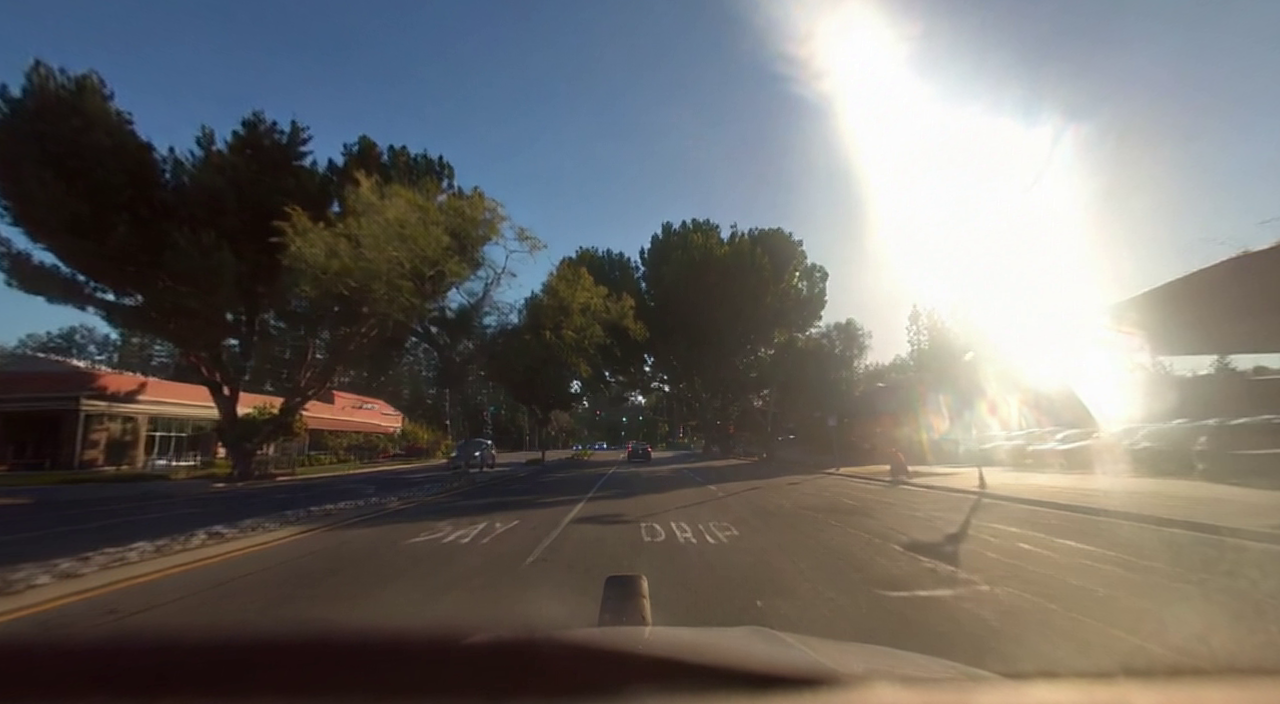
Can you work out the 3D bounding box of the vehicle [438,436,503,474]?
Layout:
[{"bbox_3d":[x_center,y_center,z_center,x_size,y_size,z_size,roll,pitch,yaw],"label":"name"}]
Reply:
[{"bbox_3d":[-8.676,5.293,32.714,2.149,1.793,4.468,0,-8,-1],"label":"vehicle"}]

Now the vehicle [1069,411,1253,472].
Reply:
[{"bbox_3d":[16.901,2.947,20.672,3.928,1.661,2.249,-3,-9,-1],"label":"vehicle"}]

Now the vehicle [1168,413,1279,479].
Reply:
[{"bbox_3d":[18.031,2.542,17.734,4.904,1.577,1.863,-3,-8,-8],"label":"vehicle"}]
